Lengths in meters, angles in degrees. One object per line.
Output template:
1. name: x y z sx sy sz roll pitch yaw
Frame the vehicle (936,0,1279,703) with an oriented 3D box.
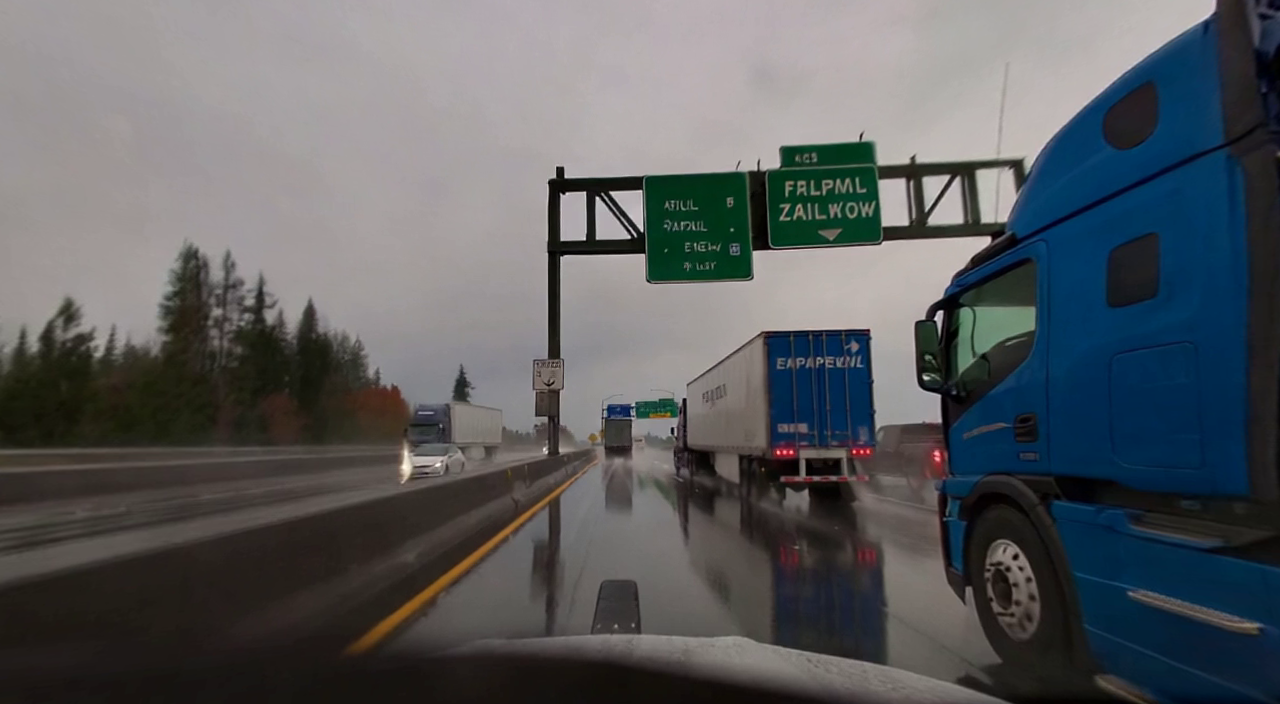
1. vehicle: 4.023 -0.177 2.065 2.951 3.857 5.902 0 -8 -1

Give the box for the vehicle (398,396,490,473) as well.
1. vehicle: -13.497 5.952 44.837 2.972 4.669 12.286 0 -8 -2

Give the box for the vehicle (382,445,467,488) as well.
1. vehicle: -9.007 4.800 26.763 2.045 1.603 4.731 0 -8 -1

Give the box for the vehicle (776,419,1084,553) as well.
1. vehicle: 4.355 1.827 9.366 4.253 1.543 2.045 4 -9 -31

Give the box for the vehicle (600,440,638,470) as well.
1. vehicle: -1.111 5.532 34.045 1.943 1.491 3.459 0 -8 -1

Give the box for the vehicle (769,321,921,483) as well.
1. vehicle: 4.079 1.054 12.943 2.244 3.047 2.035 0 -8 -2
